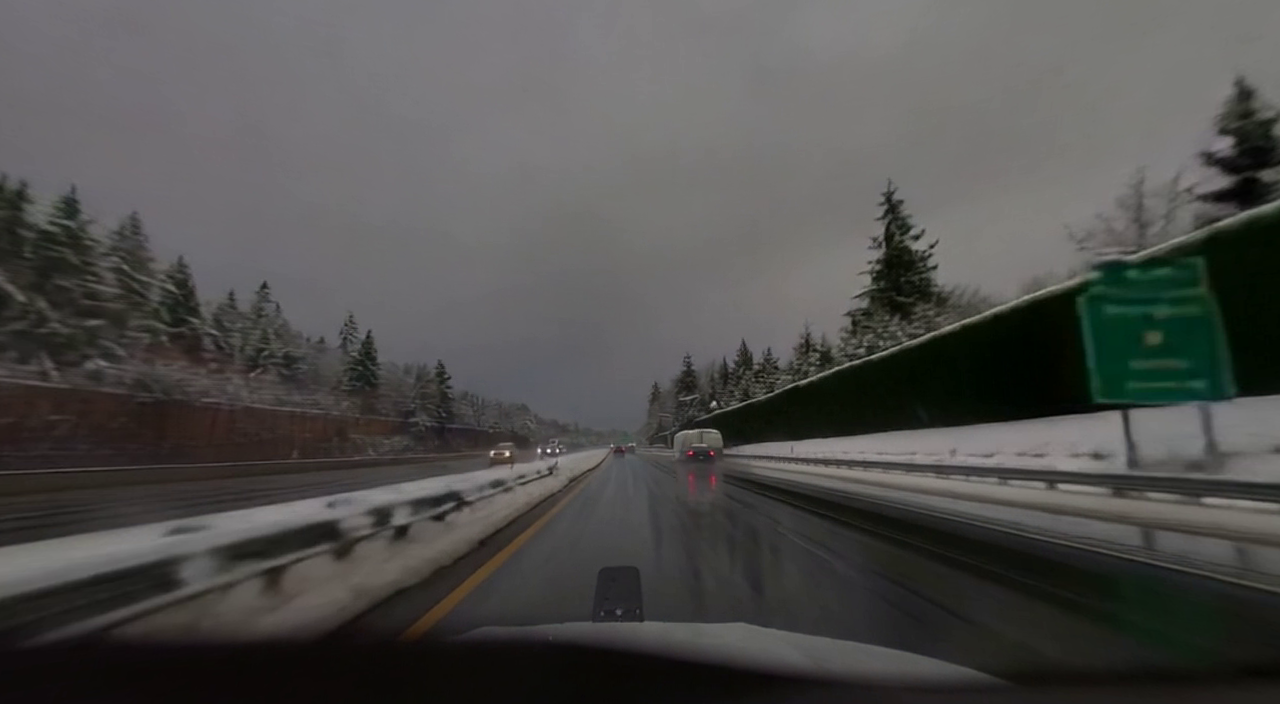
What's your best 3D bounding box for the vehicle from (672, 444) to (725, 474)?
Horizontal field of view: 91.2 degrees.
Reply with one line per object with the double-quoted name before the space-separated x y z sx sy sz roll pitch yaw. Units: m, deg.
"vehicle" 3.083 5.747 33.938 2.244 1.498 4.338 0 -9 -3
